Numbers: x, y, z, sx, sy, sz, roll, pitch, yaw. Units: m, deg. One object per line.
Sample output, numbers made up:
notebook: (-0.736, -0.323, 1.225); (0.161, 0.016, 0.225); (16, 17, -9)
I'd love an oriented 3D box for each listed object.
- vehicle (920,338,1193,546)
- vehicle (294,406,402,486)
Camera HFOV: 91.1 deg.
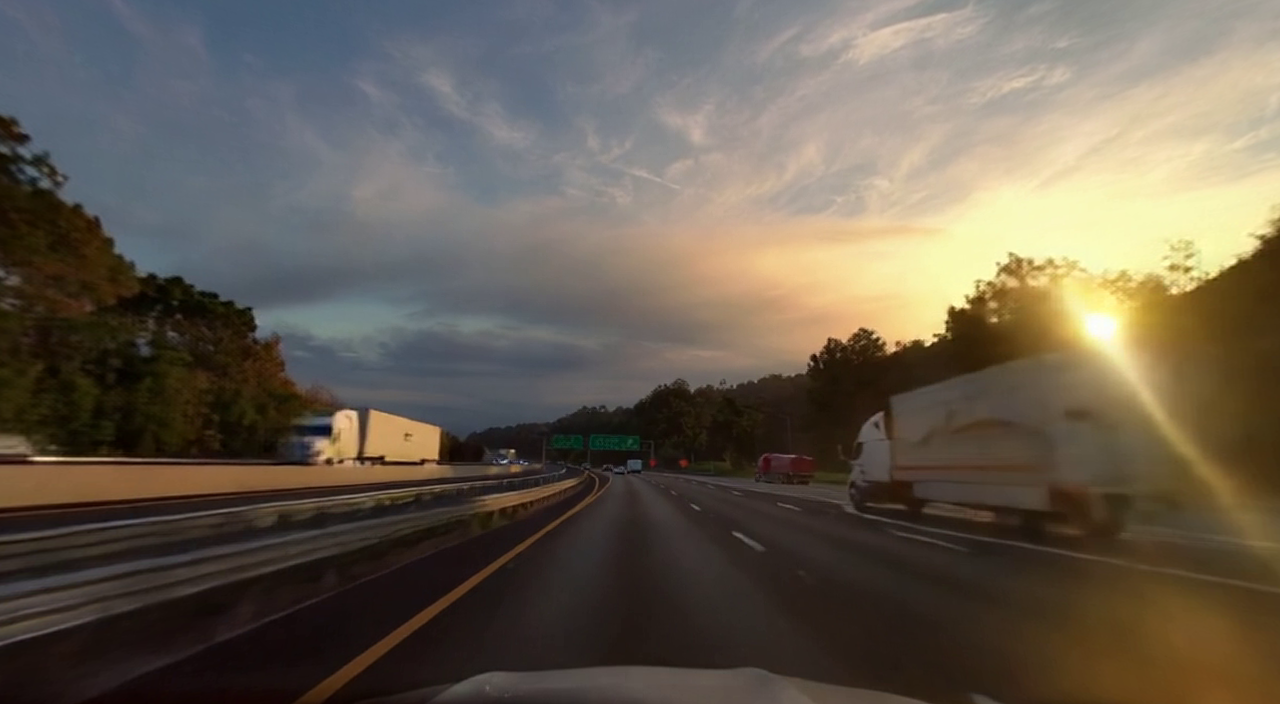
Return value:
vehicle: (8.369, 1.976, 13.474); (2.282, 3.633, 4.740); (1, -11, -2)
vehicle: (-15.517, 5.182, 33.978); (2.937, 3.831, 6.132); (1, -11, -3)
